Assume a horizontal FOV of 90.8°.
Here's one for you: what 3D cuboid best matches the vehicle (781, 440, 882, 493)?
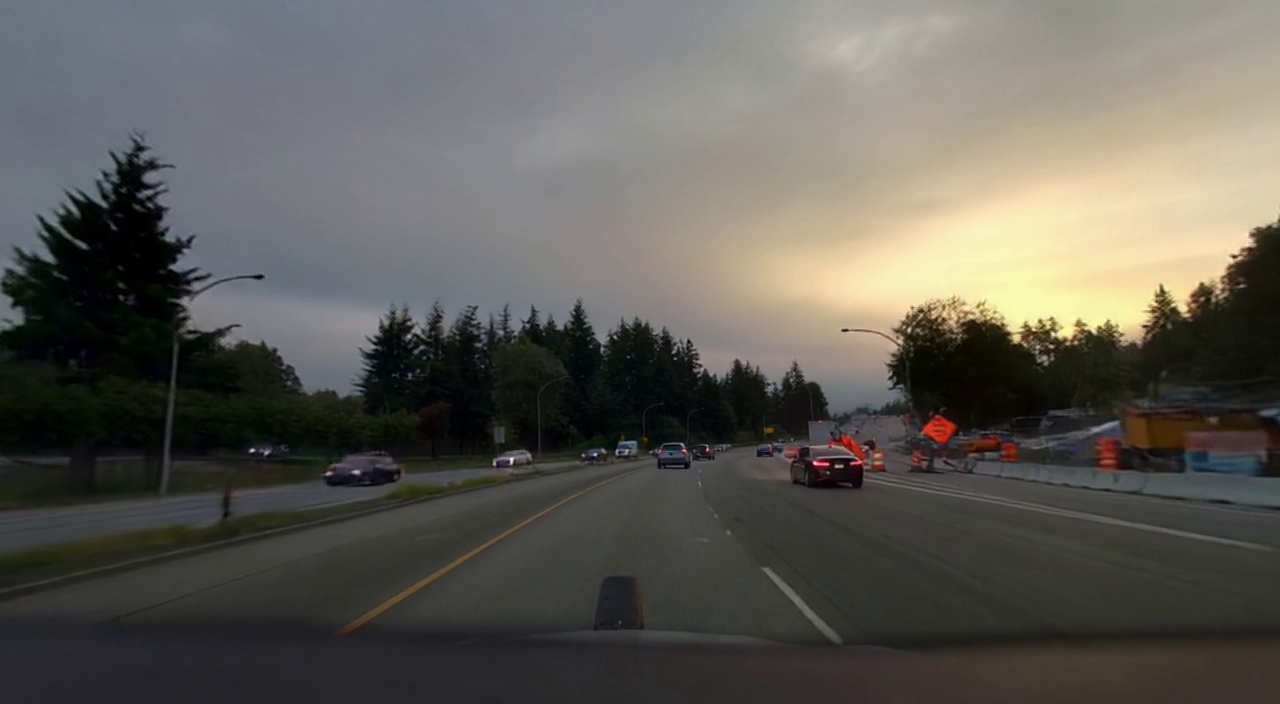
[{"bbox_3d":[5.855,3.526,19.864,2.044,1.474,4.083,-1,-9,3],"label":"vehicle"}]

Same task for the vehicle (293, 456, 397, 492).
[{"bbox_3d":[-13.673,5.667,29.677,2.205,1.446,4.840,-1,-9,5],"label":"vehicle"}]

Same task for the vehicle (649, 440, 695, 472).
[{"bbox_3d":[1.872,5.882,35.802,2.201,1.676,4.541,-1,-9,7],"label":"vehicle"}]
